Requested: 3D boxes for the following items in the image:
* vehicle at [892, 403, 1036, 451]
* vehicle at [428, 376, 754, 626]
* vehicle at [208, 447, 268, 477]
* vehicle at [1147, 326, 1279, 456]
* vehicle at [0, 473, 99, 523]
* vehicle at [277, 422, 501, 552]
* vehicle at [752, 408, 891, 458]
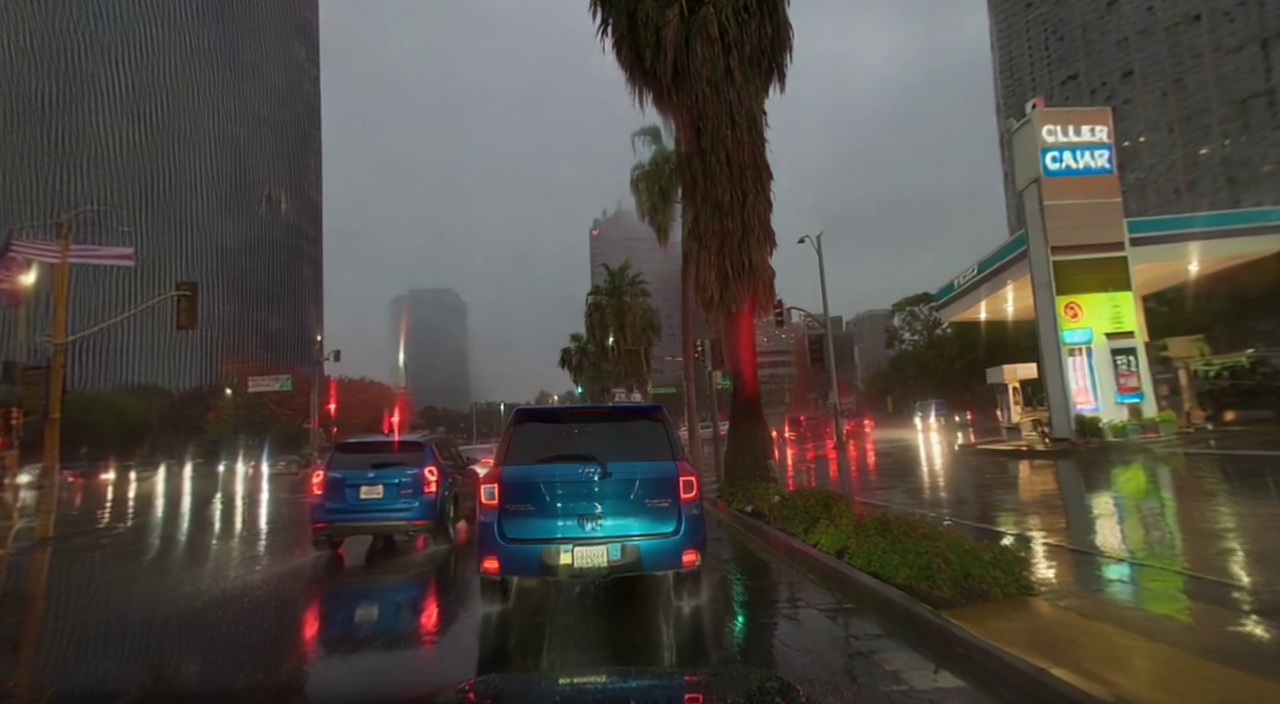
[{"bbox_3d":[14.057,3.312,27.683,5.033,1.999,2.259,0,-8,-3],"label":"vehicle"},{"bbox_3d":[-0.544,1.498,7.410,2.519,1.913,4.819,0,-8,-4],"label":"vehicle"},{"bbox_3d":[-28.735,7.862,45.262,1.783,1.997,4.000,0,-8,-4],"label":"vehicle"},{"bbox_3d":[9.985,0.610,8.698,4.374,1.571,1.963,0,-8,-4],"label":"vehicle"},{"bbox_3d":[-24.602,5.681,24.728,4.660,1.708,2.331,0,-8,-1],"label":"vehicle"},{"bbox_3d":[-3.868,2.158,10.931,2.097,1.692,5.030,0,-8,-4],"label":"vehicle"},{"bbox_3d":[7.747,3.517,27.364,5.307,2.076,2.122,0,-8,-5],"label":"vehicle"}]
